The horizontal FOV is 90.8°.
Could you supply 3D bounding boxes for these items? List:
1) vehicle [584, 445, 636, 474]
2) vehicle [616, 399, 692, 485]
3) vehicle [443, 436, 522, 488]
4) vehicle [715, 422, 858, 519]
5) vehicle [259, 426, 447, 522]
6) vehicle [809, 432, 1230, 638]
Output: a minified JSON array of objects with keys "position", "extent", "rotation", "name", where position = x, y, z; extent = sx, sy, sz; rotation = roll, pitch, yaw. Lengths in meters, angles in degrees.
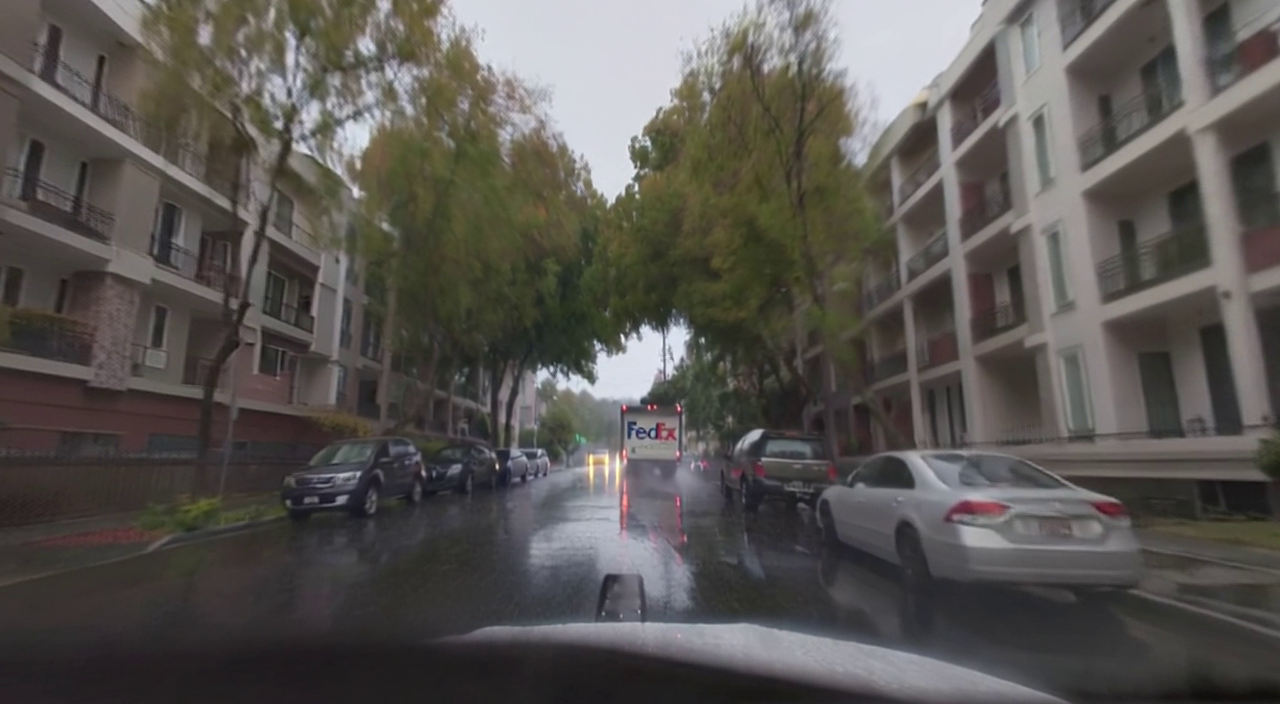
[{"position":[-1.653,6.122,36.270],"extent":[1.981,1.500,3.992],"rotation":[-2,-9,13],"name":"vehicle"},{"position":[0.441,4.087,28.585],"extent":[2.930,3.275,8.180],"rotation":[0,-8,-2],"name":"vehicle"},{"position":[-6.079,4.297,25.063],"extent":[2.020,1.867,4.654],"rotation":[0,-8,-1],"name":"vehicle"},{"position":[3.374,2.870,15.949],"extent":[2.221,1.991,5.564],"rotation":[0,-8,-1],"name":"vehicle"},{"position":[-5.971,2.584,13.882],"extent":[2.089,1.757,4.256],"rotation":[0,-8,0],"name":"vehicle"},{"position":[3.400,1.682,6.930],"extent":[1.877,1.500,4.407],"rotation":[0,-8,0],"name":"vehicle"}]
